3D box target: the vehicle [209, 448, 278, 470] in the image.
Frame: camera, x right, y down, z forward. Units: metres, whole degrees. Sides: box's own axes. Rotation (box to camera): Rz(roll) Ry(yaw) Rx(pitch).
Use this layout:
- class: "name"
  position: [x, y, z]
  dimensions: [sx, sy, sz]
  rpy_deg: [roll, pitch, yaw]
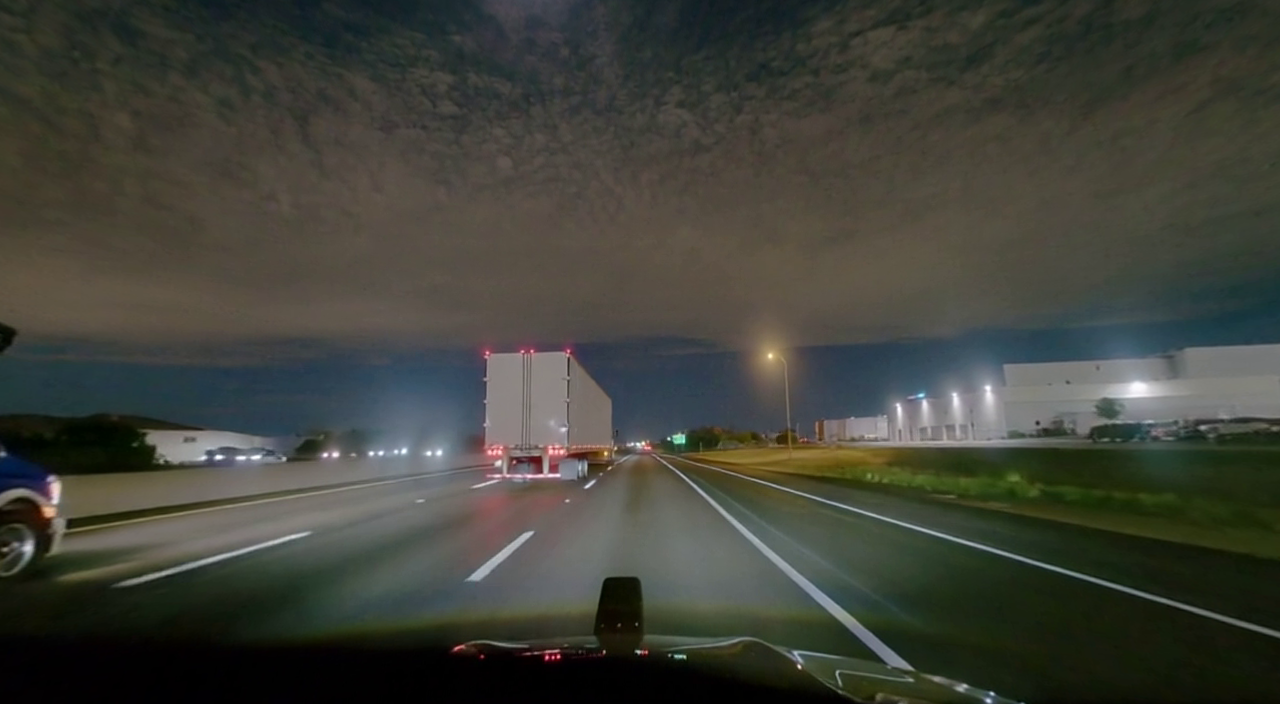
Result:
- class: "vehicle"
  position: [-27.242, 7.352, 43.569]
  dimensions: [1.889, 1.437, 4.286]
  rpy_deg: [0, -8, 1]

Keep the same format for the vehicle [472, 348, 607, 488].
- class: "vehicle"
  position: [-3.369, 3.062, 26.803]
  dimensions: [2.939, 4.132, 16.303]
  rpy_deg: [0, -8, 0]

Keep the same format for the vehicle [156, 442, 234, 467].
- class: "vehicle"
  position: [-31.418, 7.233, 44.749]
  dimensions: [1.971, 1.674, 4.788]
  rpy_deg: [0, -8, 1]
